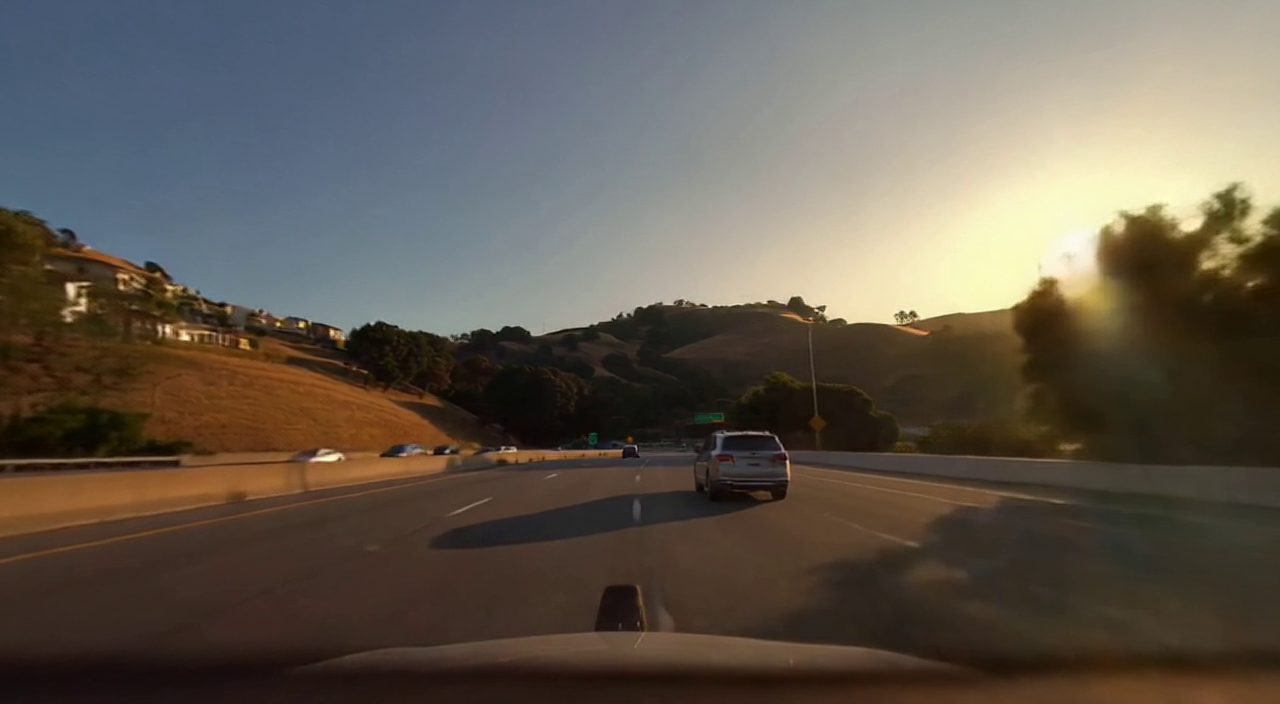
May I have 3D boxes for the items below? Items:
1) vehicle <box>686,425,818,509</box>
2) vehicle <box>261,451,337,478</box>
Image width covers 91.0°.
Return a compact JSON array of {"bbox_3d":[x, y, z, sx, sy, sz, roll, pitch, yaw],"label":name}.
[{"bbox_3d":[2.565,2.786,15.755,2.318,1.766,4.587,0,-8,-2],"label":"vehicle"},{"bbox_3d":[-19.689,6.480,36.571,1.897,1.452,4.335,0,-8,1],"label":"vehicle"}]
